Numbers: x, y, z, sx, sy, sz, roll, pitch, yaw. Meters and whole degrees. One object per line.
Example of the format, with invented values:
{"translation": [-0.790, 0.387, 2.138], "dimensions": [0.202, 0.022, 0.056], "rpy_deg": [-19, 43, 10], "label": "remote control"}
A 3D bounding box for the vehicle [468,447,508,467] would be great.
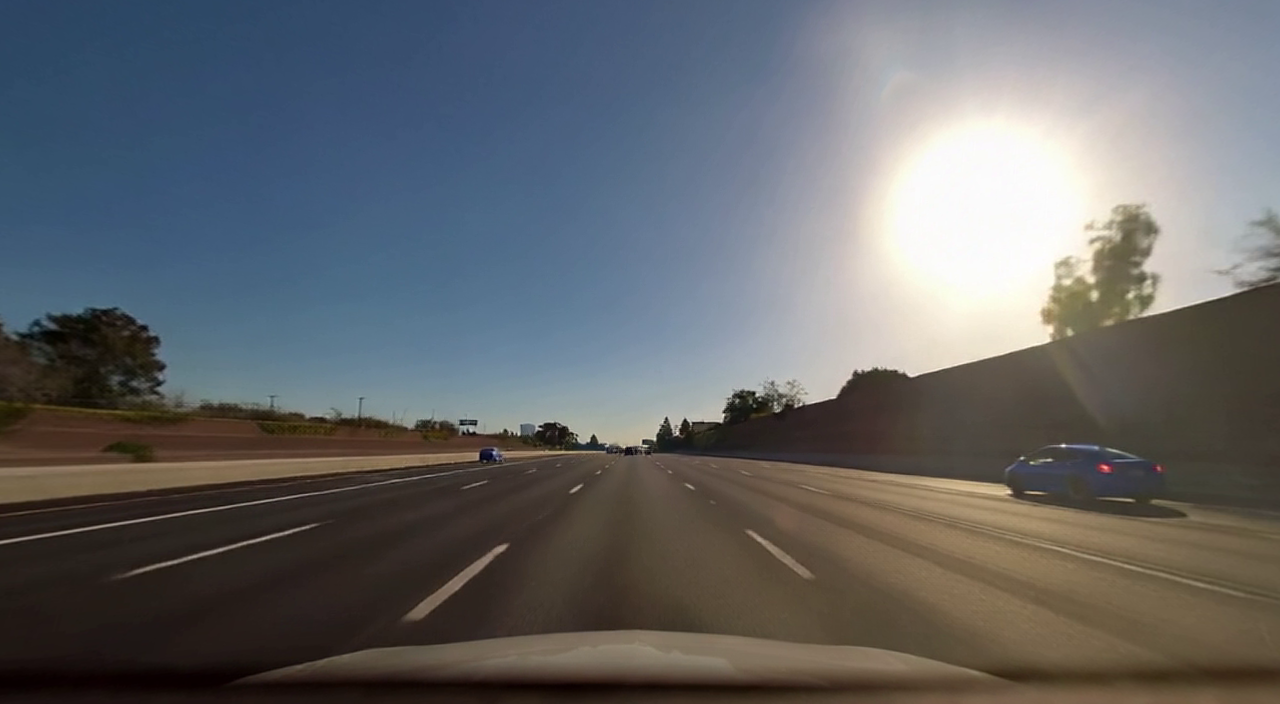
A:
{"translation": [-11.393, 7.884, 47.735], "dimensions": [1.921, 1.452, 4.429], "rpy_deg": [0, -9, 0], "label": "vehicle"}

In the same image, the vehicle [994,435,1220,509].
{"translation": [10.909, 2.819, 15.306], "dimensions": [1.985, 1.493, 4.486], "rpy_deg": [0, -9, -1], "label": "vehicle"}
